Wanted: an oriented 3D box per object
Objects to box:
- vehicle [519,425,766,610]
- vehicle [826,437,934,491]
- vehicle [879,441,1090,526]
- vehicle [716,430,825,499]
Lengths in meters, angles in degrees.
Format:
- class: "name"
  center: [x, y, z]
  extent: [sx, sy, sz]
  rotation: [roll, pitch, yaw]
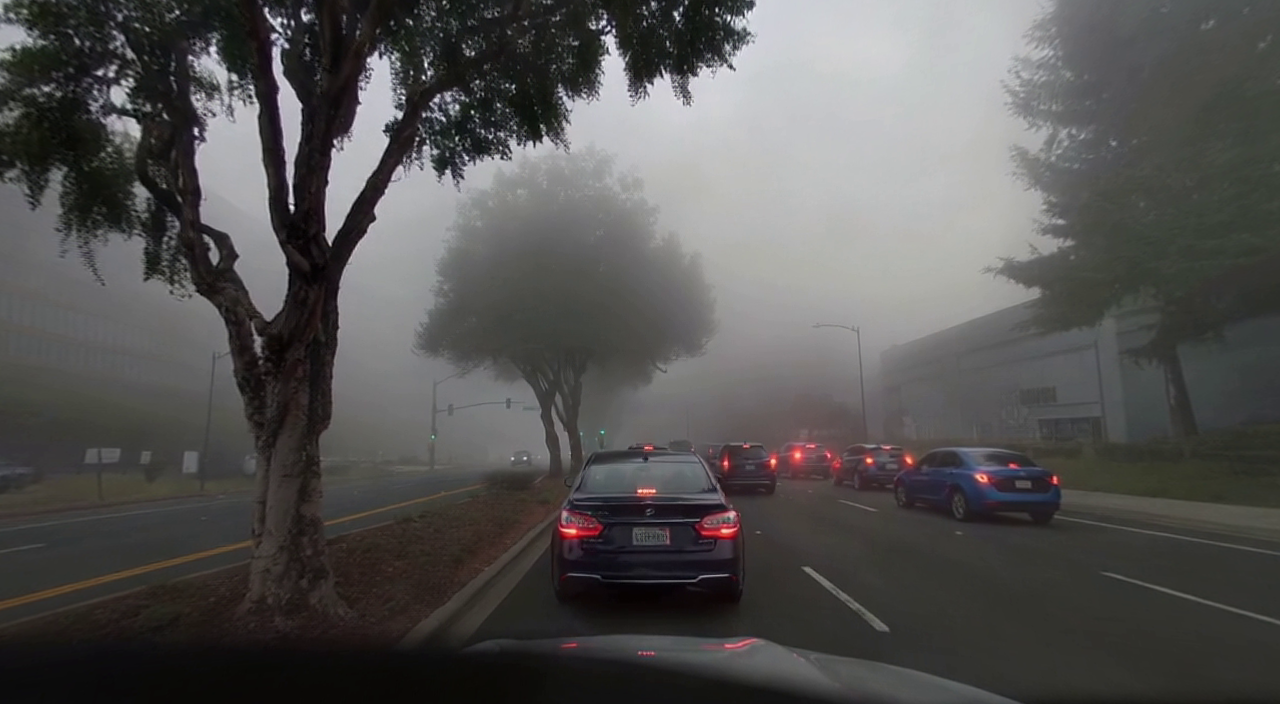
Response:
- class: "vehicle"
  center: [-0.015, 1.653, 7.319]
  extent: [1.977, 1.465, 4.376]
  rotation: [0, -8, -1]
- class: "vehicle"
  center: [7.968, 3.739, 21.425]
  extent: [1.963, 1.637, 4.527]
  rotation: [0, -8, 1]
- class: "vehicle"
  center: [6.869, 2.626, 13.255]
  extent: [1.911, 1.468, 4.417]
  rotation: [0, -8, 0]
- class: "vehicle"
  center: [3.625, 3.229, 18.485]
  extent: [2.114, 1.736, 4.553]
  rotation: [0, -8, -1]
